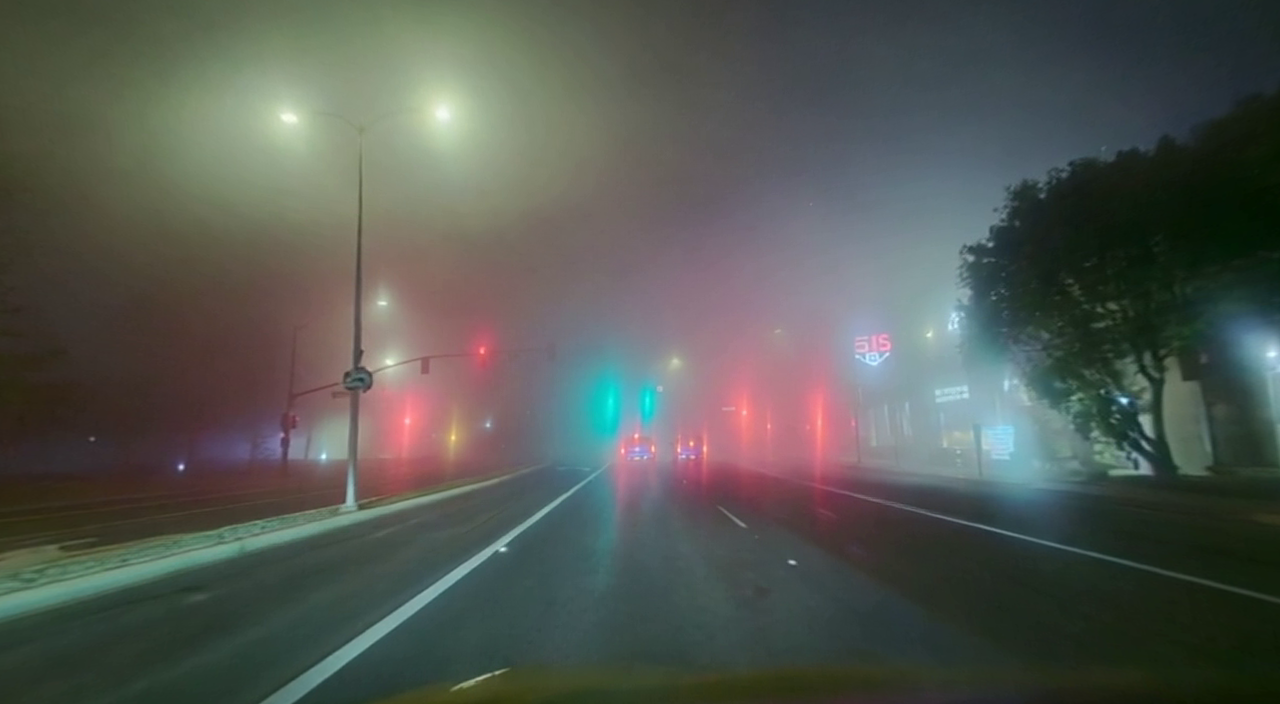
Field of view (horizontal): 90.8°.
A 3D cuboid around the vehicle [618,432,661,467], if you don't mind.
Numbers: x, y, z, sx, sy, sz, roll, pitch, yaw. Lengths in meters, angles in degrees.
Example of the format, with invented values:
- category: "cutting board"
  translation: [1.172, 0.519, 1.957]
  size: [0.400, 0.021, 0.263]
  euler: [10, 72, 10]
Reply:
- category: "vehicle"
  translation: [-0.104, 5.863, 38.011]
  size: [2.413, 1.939, 4.716]
  euler: [0, -8, -2]

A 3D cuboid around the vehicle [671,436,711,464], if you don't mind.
- category: "vehicle"
  translation: [3.287, 6.390, 41.225]
  size: [2.107, 1.736, 4.228]
  euler: [0, -8, -2]
